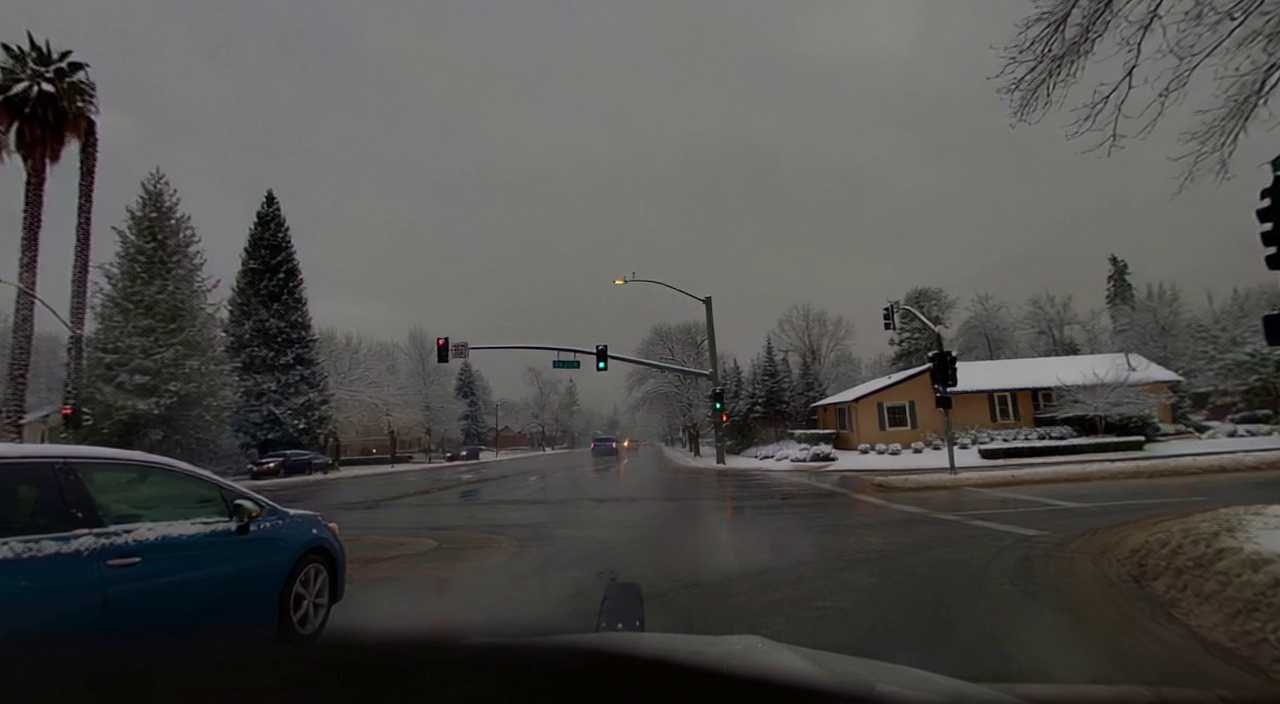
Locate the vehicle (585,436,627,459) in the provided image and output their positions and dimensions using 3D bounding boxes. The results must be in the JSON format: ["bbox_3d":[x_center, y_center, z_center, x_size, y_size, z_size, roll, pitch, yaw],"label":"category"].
[{"bbox_3d":[-2.358,6.854,45.468,2.083,1.541,4.777,-2,-9,9],"label":"vehicle"}]

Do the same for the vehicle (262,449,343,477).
[{"bbox_3d":[-20.005,6.541,37.676,2.084,1.528,4.778,-1,-9,2],"label":"vehicle"}]
